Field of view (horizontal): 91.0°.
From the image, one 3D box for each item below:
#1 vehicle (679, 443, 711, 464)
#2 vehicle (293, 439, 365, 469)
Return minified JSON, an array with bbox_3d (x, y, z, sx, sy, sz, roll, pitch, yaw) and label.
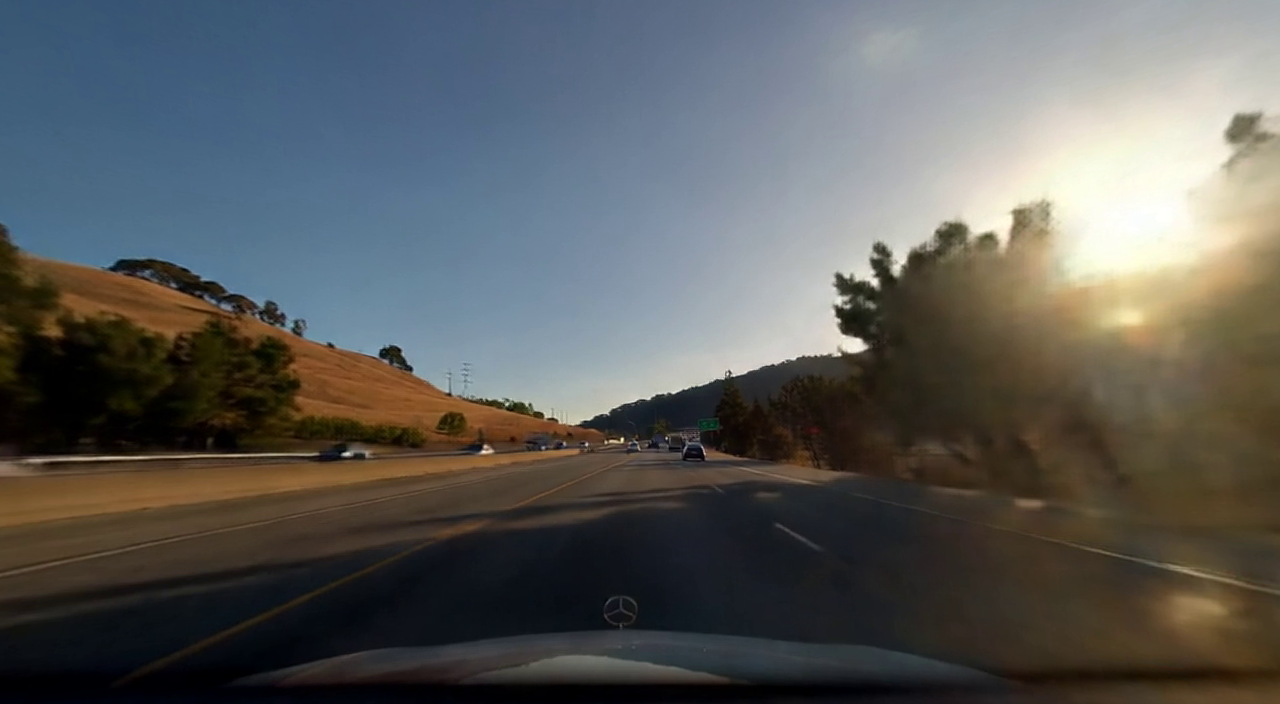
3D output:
[{"bbox_3d":[4.199,7.771,48.452,1.943,1.490,4.246,0,-8,-1],"label":"vehicle"},{"bbox_3d":[-19.218,6.301,39.136,1.966,1.693,4.555,0,-8,3],"label":"vehicle"}]
